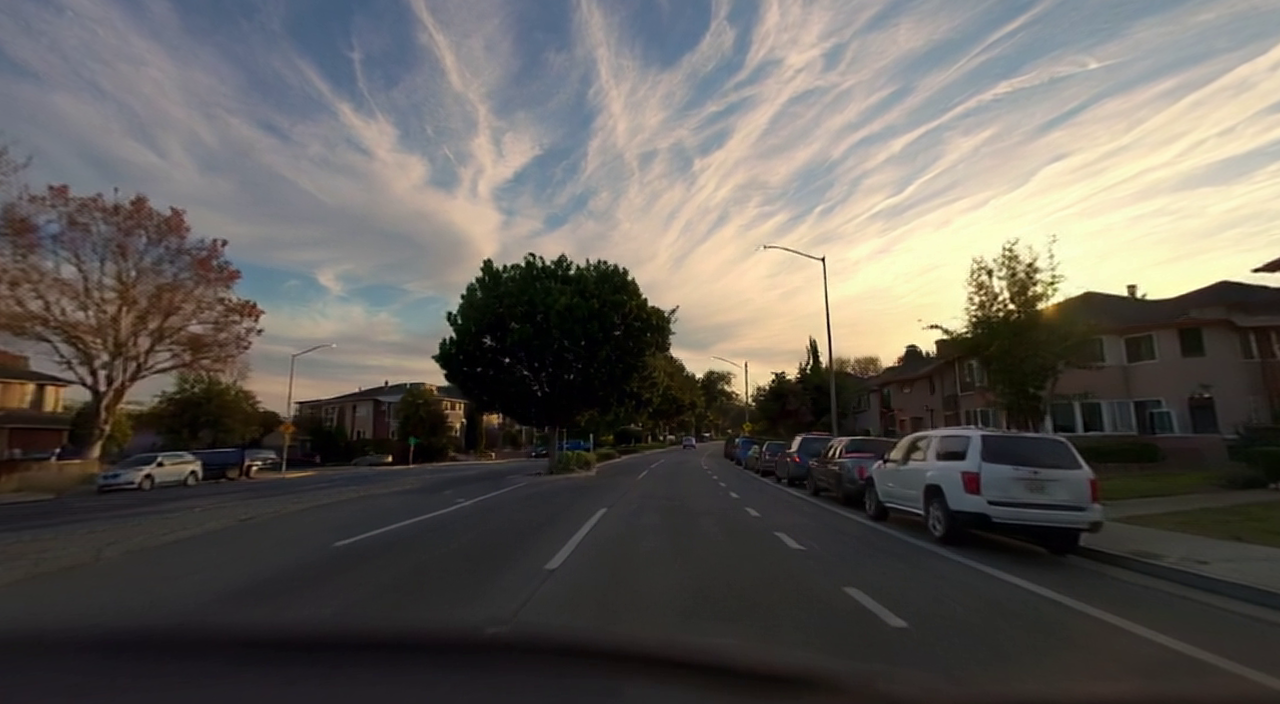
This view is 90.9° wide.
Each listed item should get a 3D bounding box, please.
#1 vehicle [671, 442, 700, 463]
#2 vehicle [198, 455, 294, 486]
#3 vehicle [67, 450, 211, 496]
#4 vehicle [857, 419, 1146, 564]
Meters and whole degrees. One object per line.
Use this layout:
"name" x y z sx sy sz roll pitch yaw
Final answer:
"vehicle" 3.425 7.435 46.688 2.011 1.480 4.170 -1 -8 5
"vehicle" -21.533 6.479 34.717 1.909 1.451 4.757 -1 -8 4
"vehicle" -22.273 5.361 28.356 2.060 1.814 5.097 -1 -8 3
"vehicle" 4.892 1.915 9.382 2.011 1.649 4.001 0 -8 2
